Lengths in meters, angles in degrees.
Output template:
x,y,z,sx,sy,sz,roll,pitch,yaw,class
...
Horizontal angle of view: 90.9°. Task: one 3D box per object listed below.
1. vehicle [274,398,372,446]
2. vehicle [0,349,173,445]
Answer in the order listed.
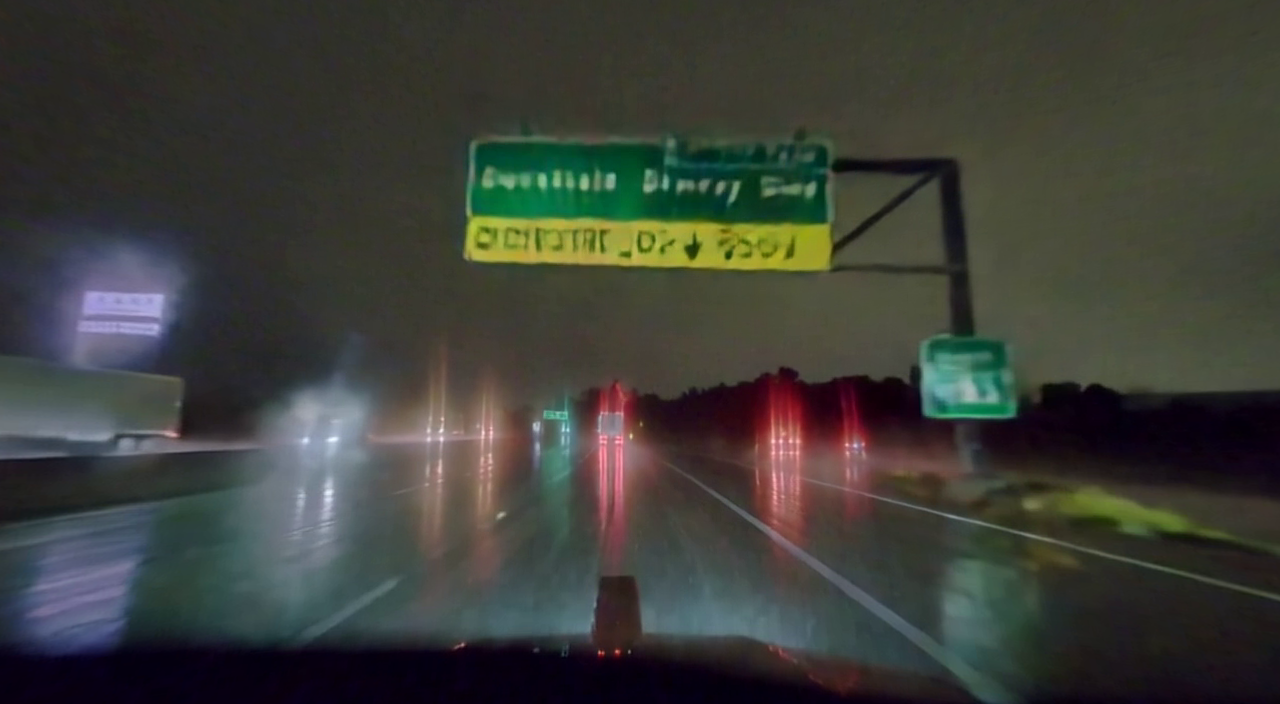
x,y,z,sx,sy,sz,roll,pitch,yaw,class
-17.330,3.966,34.974,2.197,2.403,6.709,0,-8,-3,vehicle
-24.981,2.239,27.627,2.879,3.613,8.128,0,-8,-2,vehicle
